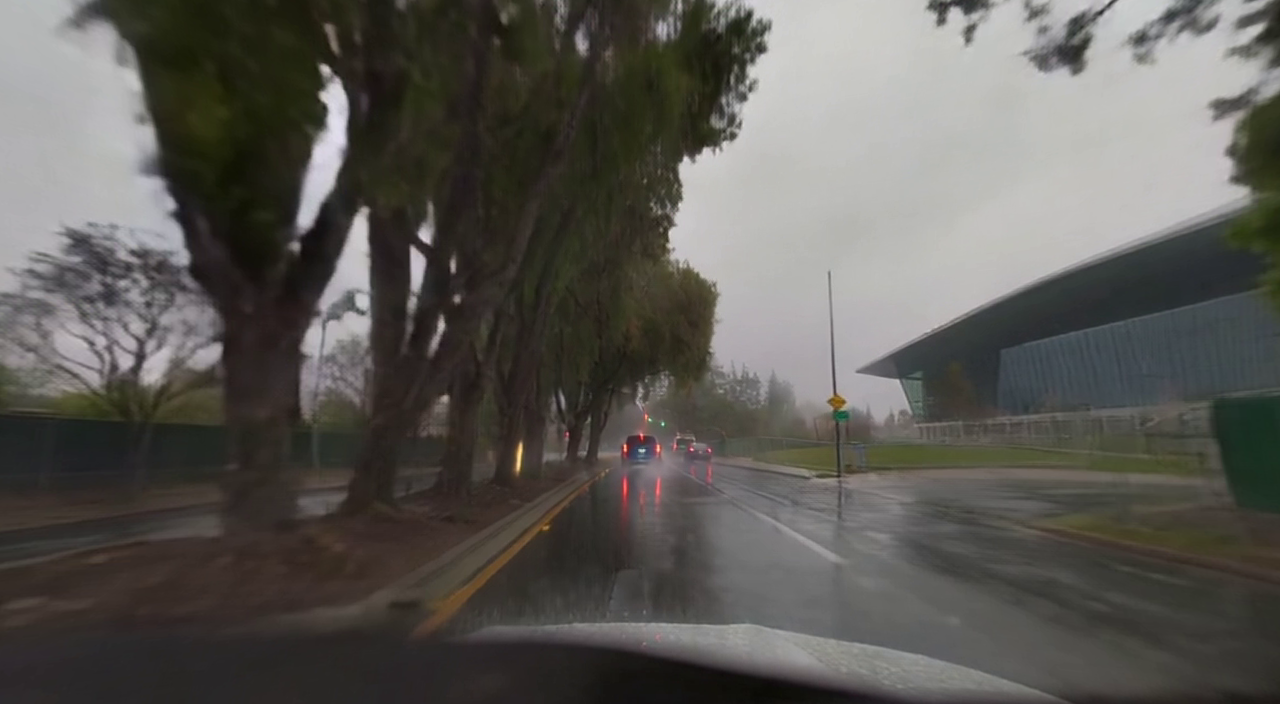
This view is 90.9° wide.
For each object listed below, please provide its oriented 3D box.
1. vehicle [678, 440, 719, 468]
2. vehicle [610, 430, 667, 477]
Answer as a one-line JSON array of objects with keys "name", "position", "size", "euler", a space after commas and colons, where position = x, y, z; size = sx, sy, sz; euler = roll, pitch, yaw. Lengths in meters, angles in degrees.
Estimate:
[{"name": "vehicle", "position": [3.736, 6.662, 41.227], "size": [2.138, 1.699, 4.852], "euler": [0, -9, -1]}, {"name": "vehicle", "position": [-0.066, 4.648, 28.973], "size": [2.386, 1.947, 4.168], "euler": [0, -9, 0]}]
